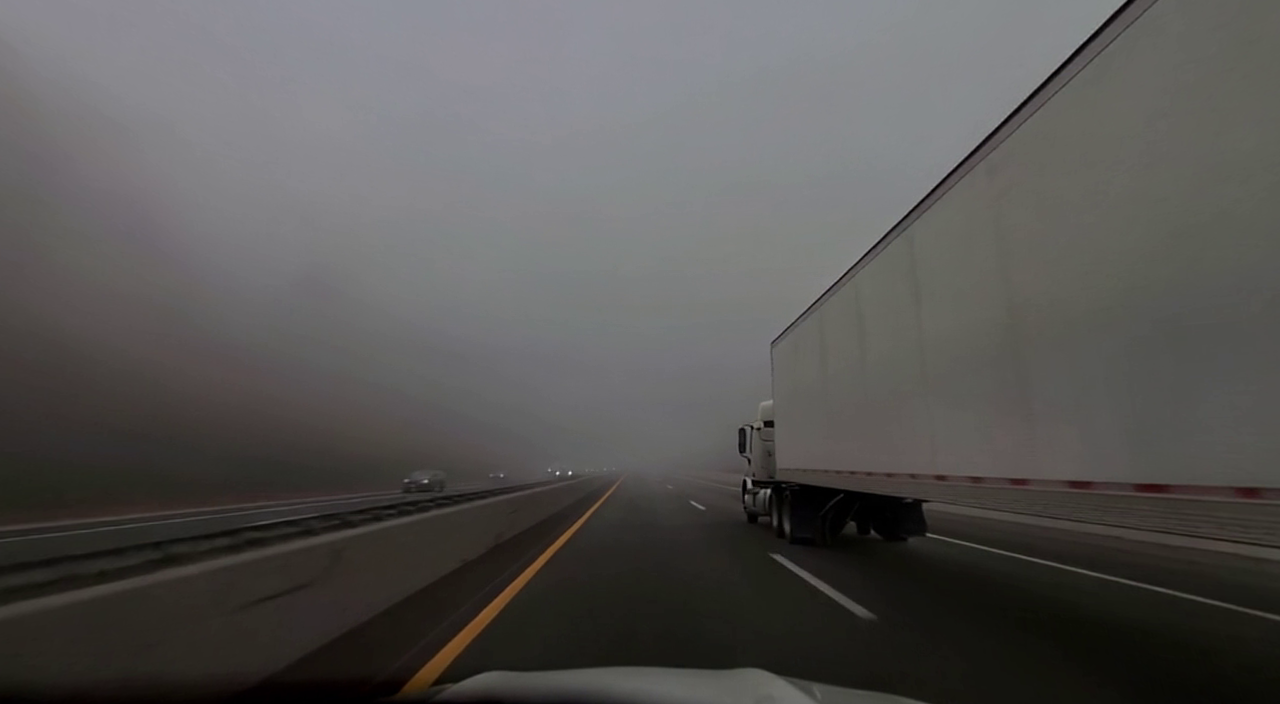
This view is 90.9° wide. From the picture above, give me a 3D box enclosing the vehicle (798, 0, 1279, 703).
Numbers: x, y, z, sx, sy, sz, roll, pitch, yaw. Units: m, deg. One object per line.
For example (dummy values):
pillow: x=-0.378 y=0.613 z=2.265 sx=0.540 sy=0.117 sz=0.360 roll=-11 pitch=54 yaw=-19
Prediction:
vehicle: x=4.657 y=0.221 z=4.804 sx=3.204 sy=4.102 sz=13.306 roll=1 pitch=-10 yaw=-1
